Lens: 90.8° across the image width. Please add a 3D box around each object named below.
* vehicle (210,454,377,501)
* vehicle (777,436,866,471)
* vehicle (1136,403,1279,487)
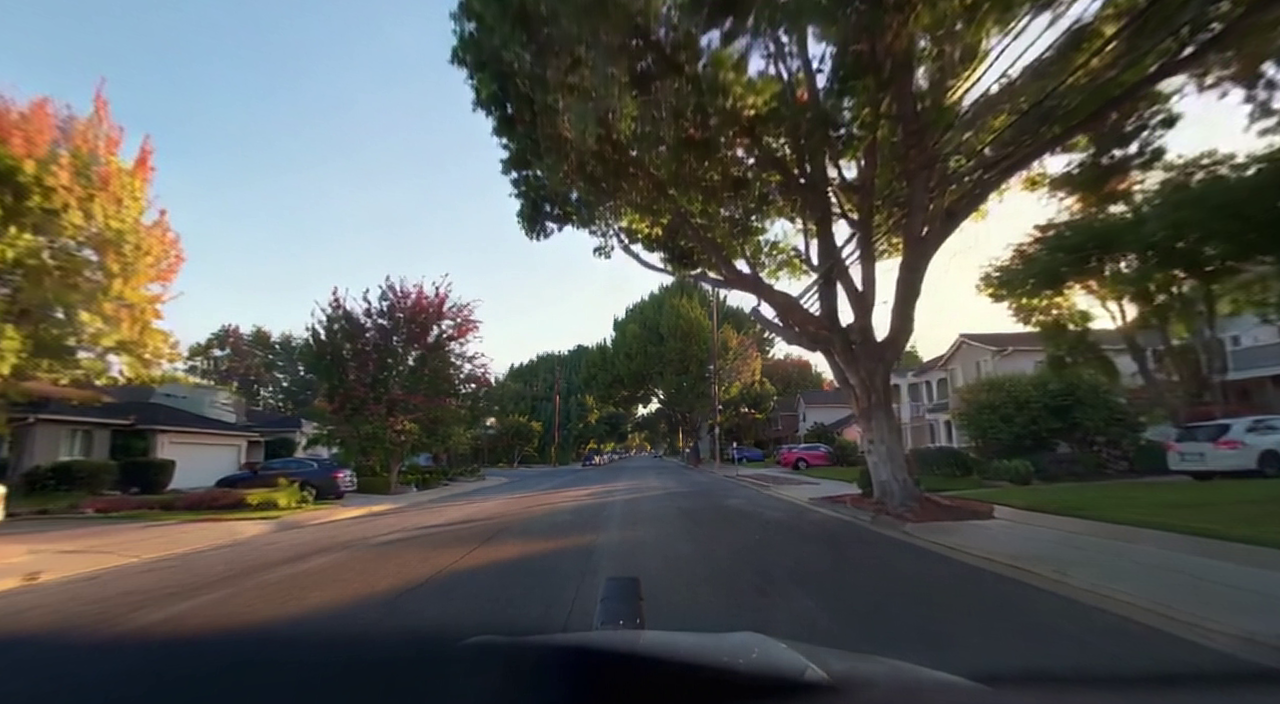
[{"bbox_3d":[-12.536,4.552,23.083,4.893,1.567,2.105,-1,-9,5],"label":"vehicle"},{"bbox_3d":[10.605,5.964,37.251,4.686,1.786,2.019,-3,-9,6],"label":"vehicle"},{"bbox_3d":[14.531,2.152,14.502,4.373,1.759,2.093,0,-9,3],"label":"vehicle"}]
